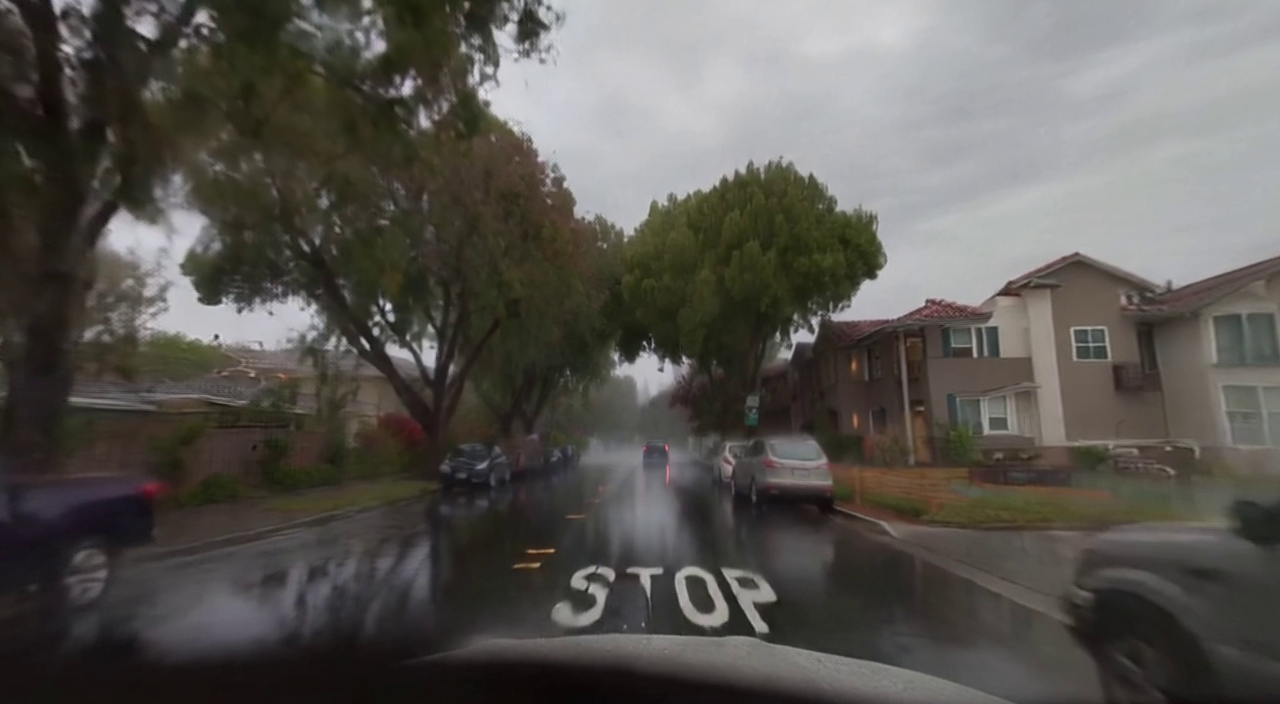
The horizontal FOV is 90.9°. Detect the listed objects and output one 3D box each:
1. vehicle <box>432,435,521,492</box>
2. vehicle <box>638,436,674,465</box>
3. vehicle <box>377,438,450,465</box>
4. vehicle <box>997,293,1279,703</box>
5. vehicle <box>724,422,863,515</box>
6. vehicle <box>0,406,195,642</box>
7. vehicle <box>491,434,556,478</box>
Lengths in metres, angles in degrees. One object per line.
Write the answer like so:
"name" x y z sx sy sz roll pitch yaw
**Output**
"vehicle" -5.279 3.622 20.935 1.955 1.659 4.324 1 -8 -3
"vehicle" 0.978 6.228 40.119 2.172 1.722 4.201 0 -8 1
"vehicle" -17.127 7.526 47.804 4.801 1.688 2.241 -2 -5 -2
"vehicle" 3.042 0.600 1.056 2.117 1.807 4.964 0 -8 2
"vehicle" 3.310 2.606 14.710 1.970 1.801 4.721 0 -8 -1
"vehicle" -5.667 1.205 4.253 2.007 1.709 4.502 0 -8 0
"vehicle" -4.968 4.481 27.457 1.899 1.615 4.624 -4 -8 0
